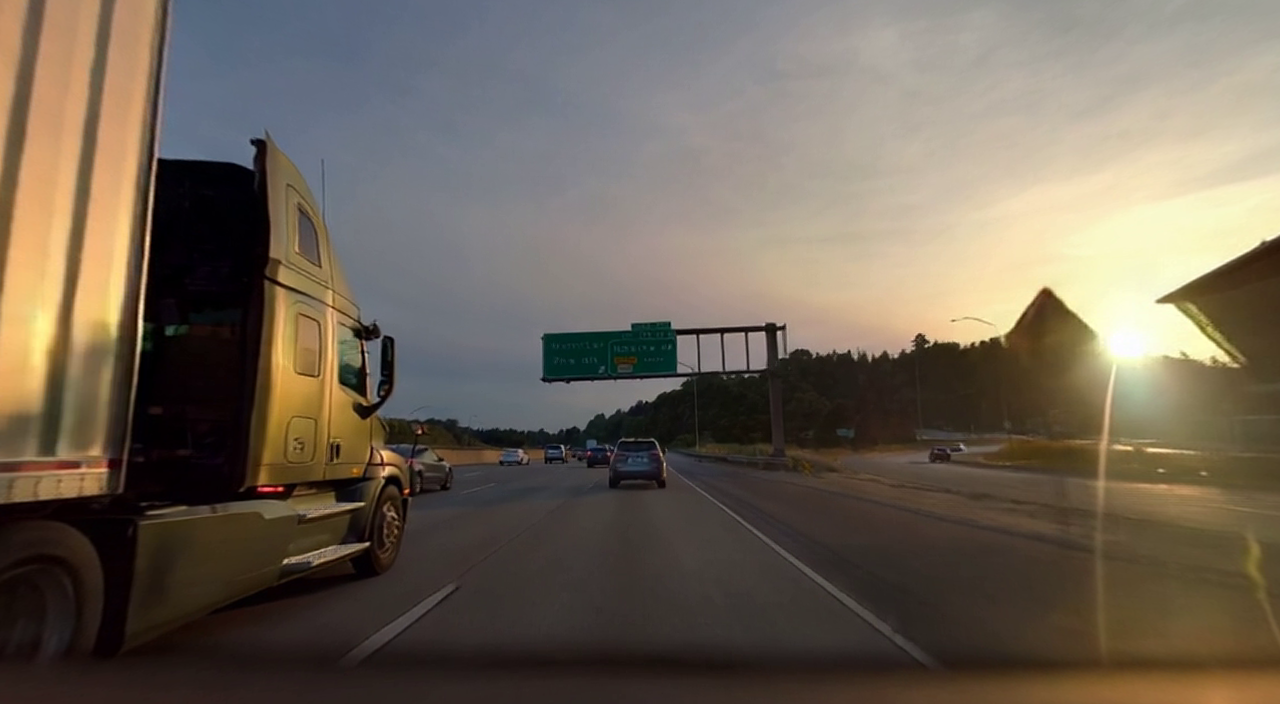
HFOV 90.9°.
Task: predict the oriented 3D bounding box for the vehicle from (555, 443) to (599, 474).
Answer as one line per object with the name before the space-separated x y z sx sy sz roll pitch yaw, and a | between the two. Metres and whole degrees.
vehicle | -3.482 5.976 35.544 1.952 1.649 4.131 0 -9 1

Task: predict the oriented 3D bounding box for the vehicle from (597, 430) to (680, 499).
vehicle | -0.014 3.227 18.376 2.152 1.779 3.924 0 -9 1

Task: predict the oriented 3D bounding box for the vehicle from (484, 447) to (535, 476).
vehicle | -7.124 6.019 34.861 1.869 1.466 4.217 0 -9 1

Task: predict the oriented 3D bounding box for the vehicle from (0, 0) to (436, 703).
vehicle | -3.828 -0.430 2.326 2.990 3.885 8.540 0 -9 2
